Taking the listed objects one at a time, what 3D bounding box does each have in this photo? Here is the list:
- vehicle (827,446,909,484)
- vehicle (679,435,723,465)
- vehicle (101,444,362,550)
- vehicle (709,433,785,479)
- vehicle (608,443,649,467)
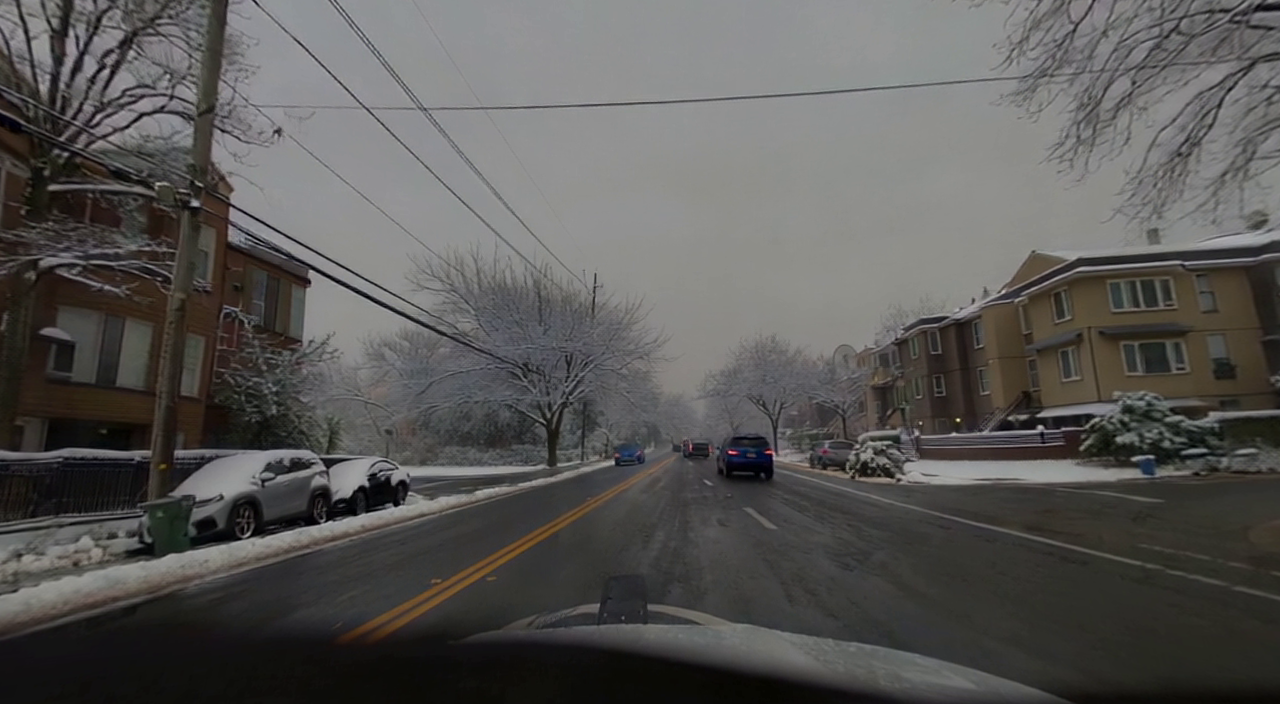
[{"bbox_3d":[9.884,4.901,27.608,1.935,1.478,4.711,0,-8,1],"label":"vehicle"},{"bbox_3d":[4.022,6.596,42.310,2.368,1.840,4.896,0,-8,-1],"label":"vehicle"},{"bbox_3d":[-8.224,2.895,13.398,2.381,1.825,4.652,0,-8,0],"label":"vehicle"},{"bbox_3d":[4.311,4.312,26.233,2.306,1.719,4.805,0,-8,0],"label":"vehicle"},{"bbox_3d":[-0.681,6.753,41.421,2.155,1.436,4.501,-1,-8,6],"label":"vehicle"}]
